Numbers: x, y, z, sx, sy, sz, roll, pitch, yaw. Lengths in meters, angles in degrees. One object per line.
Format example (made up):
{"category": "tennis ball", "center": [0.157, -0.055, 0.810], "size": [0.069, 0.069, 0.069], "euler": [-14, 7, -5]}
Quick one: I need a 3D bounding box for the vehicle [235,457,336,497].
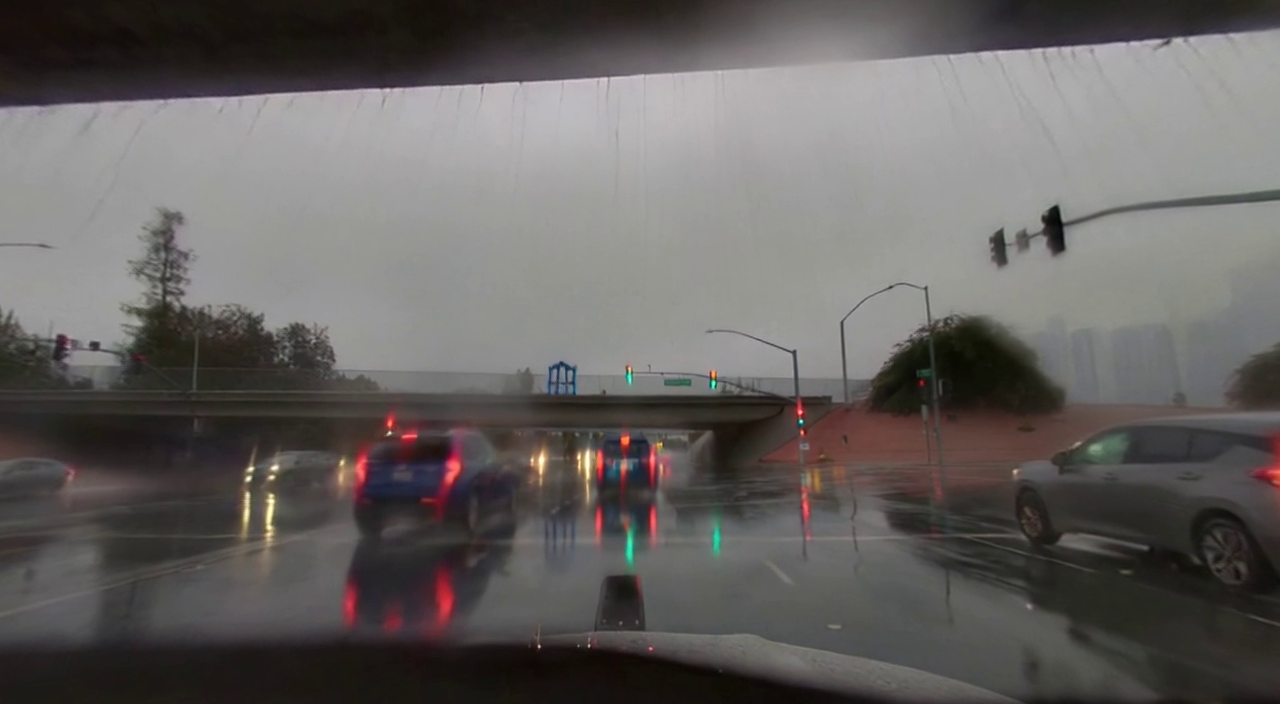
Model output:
{"category": "vehicle", "center": [-15.775, 5.556, 28.444], "size": [1.859, 1.542, 4.657], "euler": [0, -8, -1]}

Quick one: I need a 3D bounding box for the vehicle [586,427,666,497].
{"category": "vehicle", "center": [-0.470, 3.588, 21.007], "size": [2.342, 2.026, 4.642], "euler": [0, -8, -1]}

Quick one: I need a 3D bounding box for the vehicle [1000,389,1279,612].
{"category": "vehicle", "center": [6.232, 1.456, 6.838], "size": [2.074, 1.785, 4.320], "euler": [0, -8, 0]}

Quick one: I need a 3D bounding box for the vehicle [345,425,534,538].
{"category": "vehicle", "center": [-3.587, 2.411, 12.435], "size": [2.060, 1.768, 4.681], "euler": [-1, -8, 2]}

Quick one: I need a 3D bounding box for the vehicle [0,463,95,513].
{"category": "vehicle", "center": [-22.914, 4.899, 22.780], "size": [2.044, 1.584, 5.067], "euler": [0, -8, -1]}
